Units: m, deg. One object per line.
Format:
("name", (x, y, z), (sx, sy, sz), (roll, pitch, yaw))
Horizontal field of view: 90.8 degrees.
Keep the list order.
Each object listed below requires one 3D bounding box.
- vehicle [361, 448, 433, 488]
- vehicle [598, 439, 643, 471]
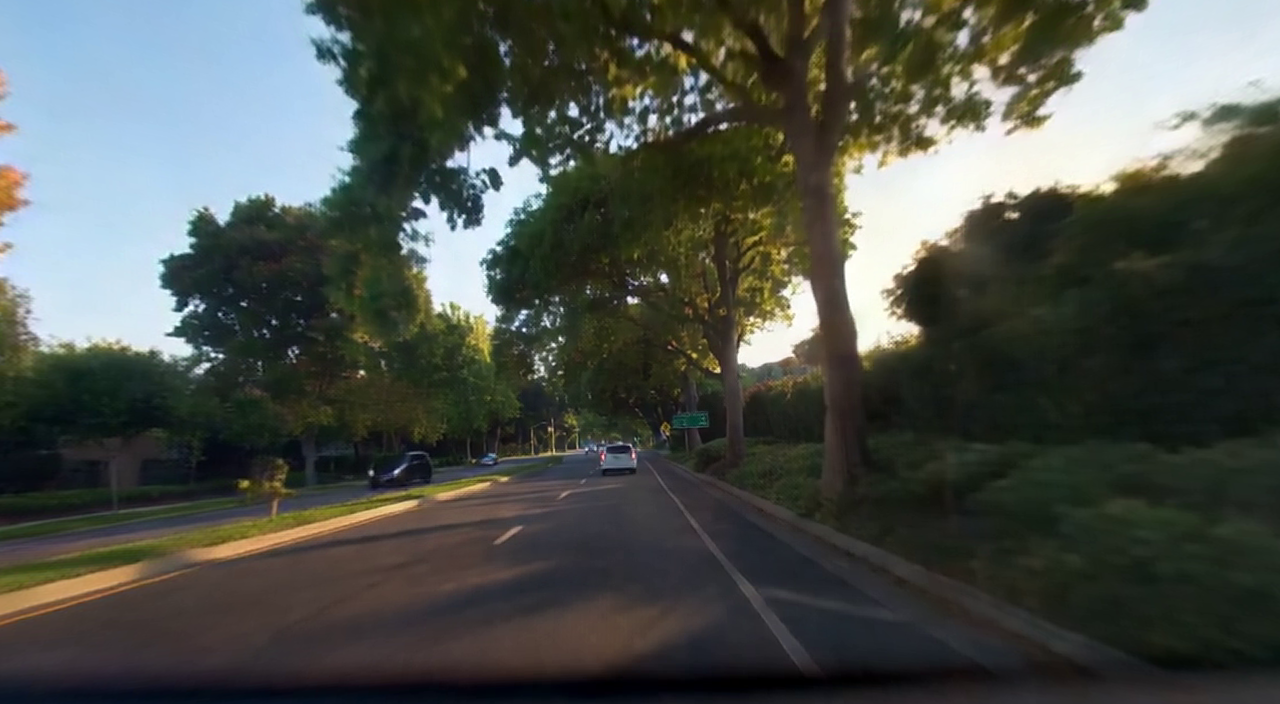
("vehicle", (-12.274, 5.843, 32.213), (1.954, 1.680, 4.530), (-4, -8, -2))
("vehicle", (-0.951, 5.193, 32.017), (2.111, 1.466, 4.223), (-1, -8, -1))
